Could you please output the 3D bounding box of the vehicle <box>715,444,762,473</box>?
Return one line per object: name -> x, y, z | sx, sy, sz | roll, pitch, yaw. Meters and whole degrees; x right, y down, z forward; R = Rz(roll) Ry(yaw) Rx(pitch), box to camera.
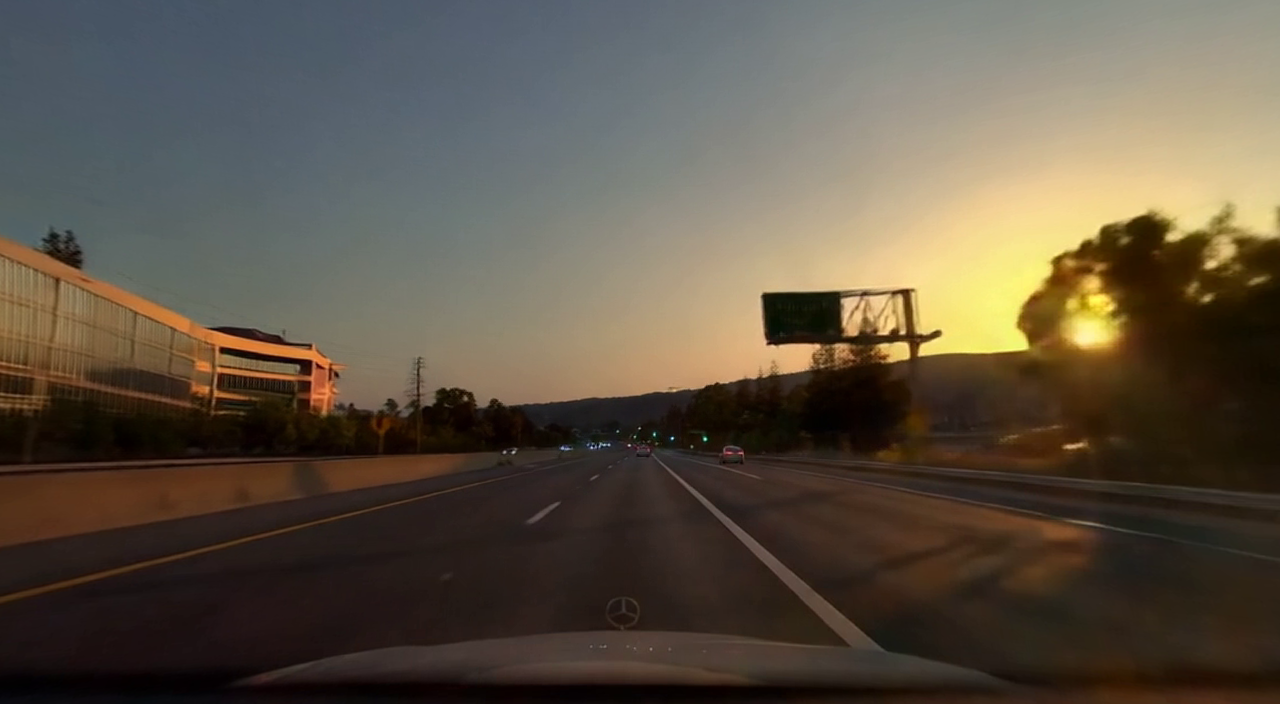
vehicle -> 5.841, 6.378, 37.920 | 2.085, 1.594, 4.848 | 0, -9, 0
